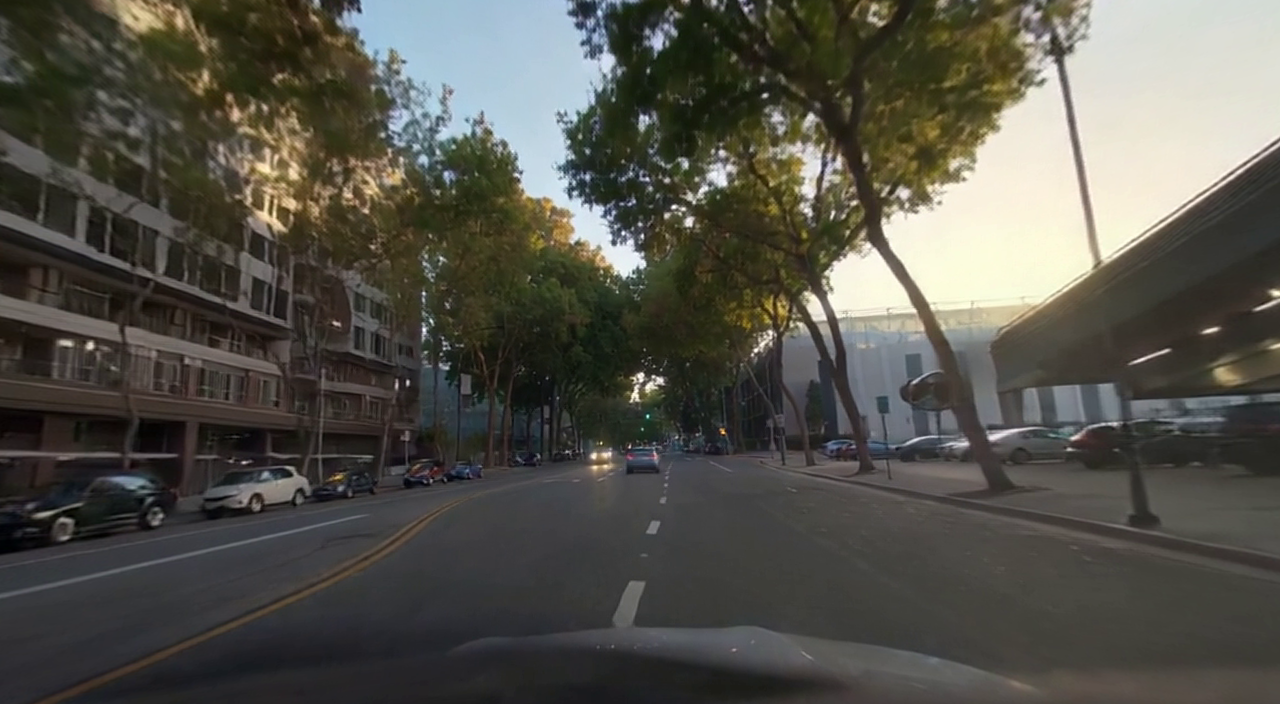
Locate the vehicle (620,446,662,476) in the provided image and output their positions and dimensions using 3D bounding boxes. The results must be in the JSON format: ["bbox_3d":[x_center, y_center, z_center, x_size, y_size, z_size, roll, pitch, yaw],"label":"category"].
[{"bbox_3d":[0.134,5.823,34.059,2.051,1.454,4.132,0,-8,3],"label":"vehicle"}]

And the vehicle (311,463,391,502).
[{"bbox_3d":[-12.716,5.743,28.080,1.646,1.462,3.740,0,-8,2],"label":"vehicle"}]

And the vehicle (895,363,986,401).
[{"bbox_3d":[15.435,1.587,32.603,3.766,1.708,1.810,-1,-10,6],"label":"vehicle"}]

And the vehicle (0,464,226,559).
[{"bbox_3d":[-13.589,4.015,16.524,1.917,1.775,5.018,-10,-10,3],"label":"vehicle"}]

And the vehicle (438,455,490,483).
[{"bbox_3d":[-11.858,7.914,42.905,2.016,1.627,4.742,-2,-8,3],"label":"vehicle"}]

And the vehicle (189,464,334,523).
[{"bbox_3d":[-13.001,4.848,22.104,1.984,1.635,4.525,-3,-9,6],"label":"vehicle"}]

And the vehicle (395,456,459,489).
[{"bbox_3d":[-12.256,6.959,36.718,1.997,1.668,4.084,0,-8,5],"label":"vehicle"}]

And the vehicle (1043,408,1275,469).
[{"bbox_3d":[15.211,2.595,18.801,4.750,1.519,2.276,-3,-9,3],"label":"vehicle"}]

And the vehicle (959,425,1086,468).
[{"bbox_3d":[14.448,3.602,24.041,3.556,1.414,1.851,-3,-8,1],"label":"vehicle"}]

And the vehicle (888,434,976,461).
[{"bbox_3d":[16.036,5.283,34.886,3.620,1.412,2.472,0,-9,2],"label":"vehicle"}]
